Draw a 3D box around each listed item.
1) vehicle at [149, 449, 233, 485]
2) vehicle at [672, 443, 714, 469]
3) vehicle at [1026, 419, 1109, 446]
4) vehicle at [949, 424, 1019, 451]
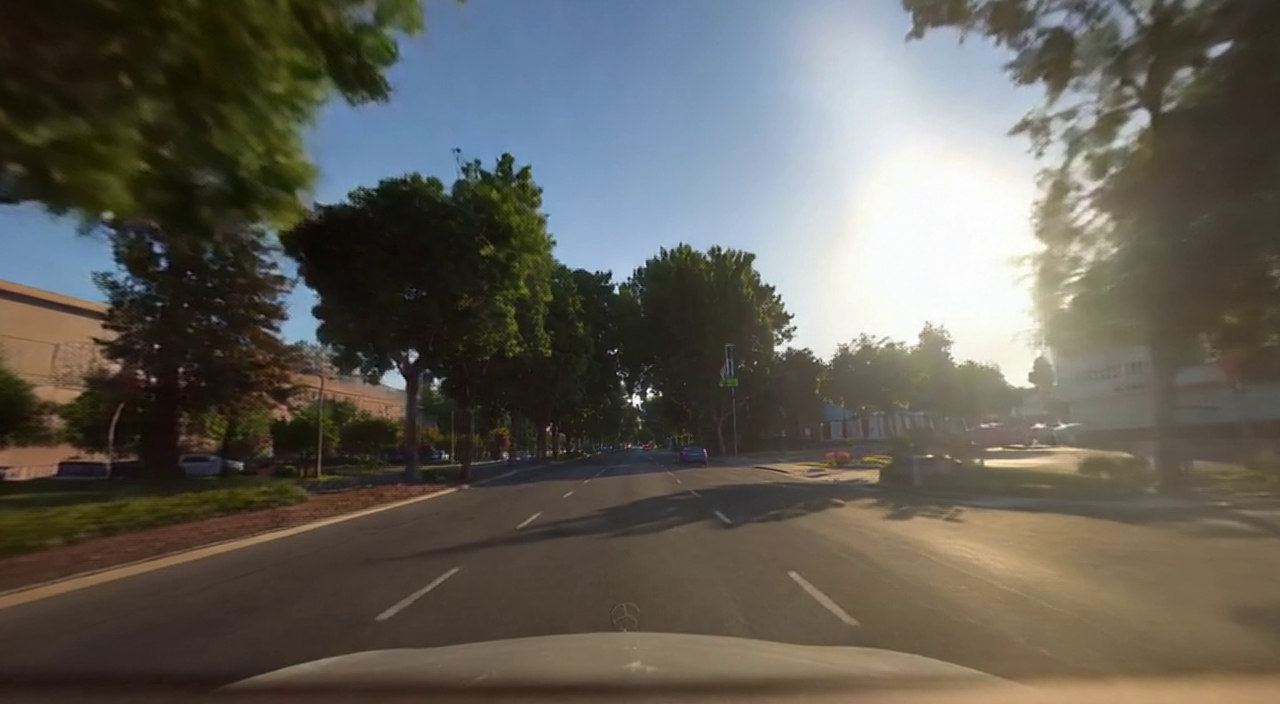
[{"bbox_3d":[-35.206,8.986,49.800,2.182,2.543,6.006,0,-8,0],"label":"vehicle"},{"bbox_3d":[3.177,6.350,38.744,2.033,1.482,4.571,0,-8,-2],"label":"vehicle"},{"bbox_3d":[27.601,5.175,41.018,2.037,1.633,4.447,1,-7,-5],"label":"vehicle"},{"bbox_3d":[21.793,5.461,40.234,1.911,1.604,4.411,0,-8,-1],"label":"vehicle"}]
